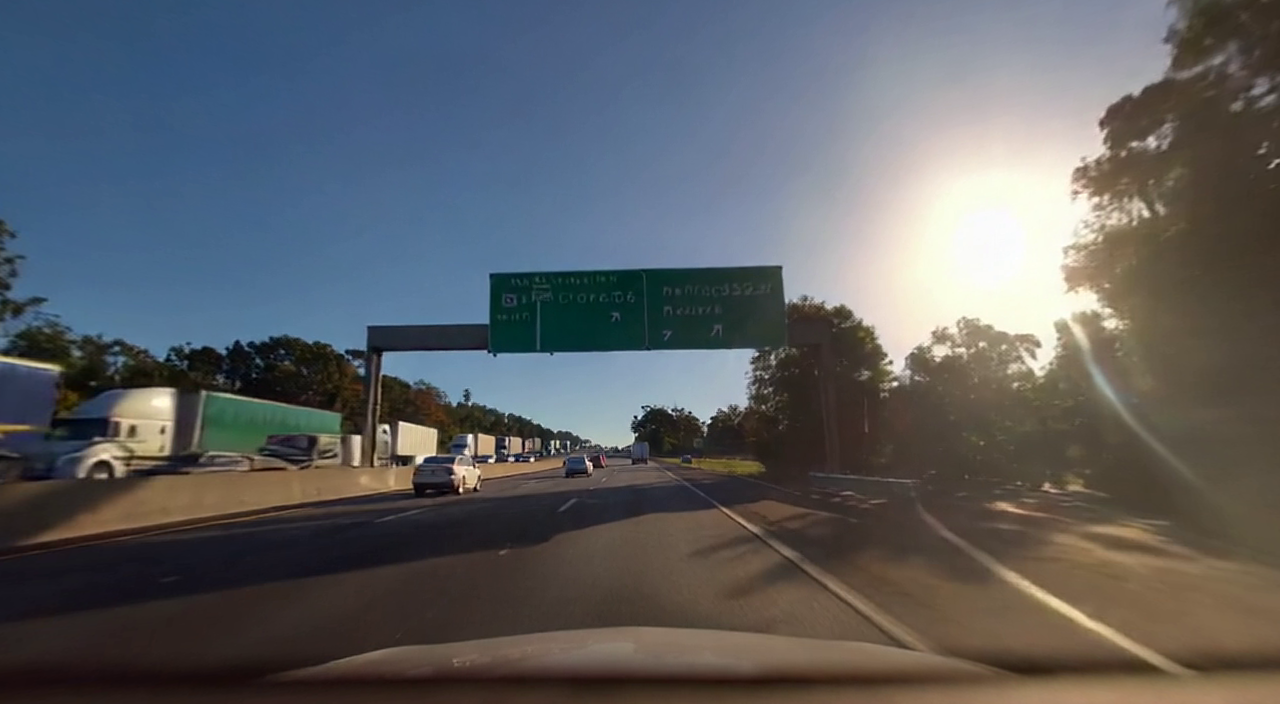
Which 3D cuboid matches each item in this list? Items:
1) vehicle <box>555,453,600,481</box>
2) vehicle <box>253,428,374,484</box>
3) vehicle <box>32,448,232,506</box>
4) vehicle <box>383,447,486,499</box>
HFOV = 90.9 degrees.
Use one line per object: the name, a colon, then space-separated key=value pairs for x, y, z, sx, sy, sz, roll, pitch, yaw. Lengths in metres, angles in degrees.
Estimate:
vehicle: x=-3.433 y=6.450 z=35.525 sx=2.076 sy=1.453 sz=4.094 roll=0 pitch=-9 yaw=1
vehicle: x=-15.258 y=4.926 z=30.045 sx=2.527 sy=2.391 sz=5.963 roll=0 pitch=-9 yaw=0
vehicle: x=-14.459 y=3.550 z=18.402 sx=1.905 sy=1.461 sz=4.736 roll=0 pitch=-9 yaw=0
vehicle: x=-7.283 y=4.321 z=22.939 sx=2.122 sy=1.685 sz=4.714 roll=0 pitch=-9 yaw=0
